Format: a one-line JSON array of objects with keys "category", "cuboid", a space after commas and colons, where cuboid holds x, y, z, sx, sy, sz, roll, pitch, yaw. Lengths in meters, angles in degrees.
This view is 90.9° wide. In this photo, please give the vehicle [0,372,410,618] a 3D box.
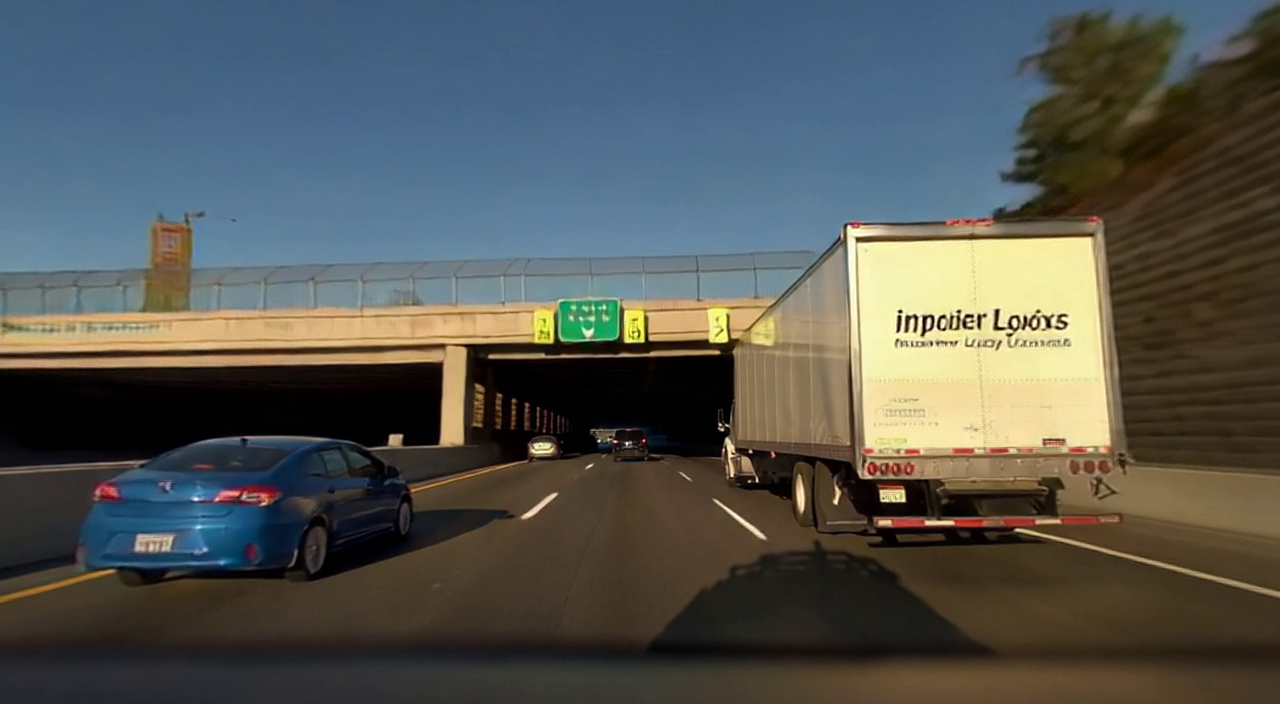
[{"category": "vehicle", "cuboid": [-3.595, 1.182, 5.892, 1.826, 1.695, 2.870, 0, -8, -1]}]

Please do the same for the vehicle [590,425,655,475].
[{"category": "vehicle", "cuboid": [-0.610, 3.425, 22.231, 2.094, 1.600, 3.666, 0, -8, -1]}]

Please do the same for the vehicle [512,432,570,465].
[{"category": "vehicle", "cuboid": [-4.516, 4.464, 29.395, 2.019, 1.435, 4.317, 0, -8, -1]}]

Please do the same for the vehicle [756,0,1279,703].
[{"category": "vehicle", "cuboid": [3.960, 0.005, 5.717, 2.842, 4.108, 14.081, 0, -8, -1]}]
